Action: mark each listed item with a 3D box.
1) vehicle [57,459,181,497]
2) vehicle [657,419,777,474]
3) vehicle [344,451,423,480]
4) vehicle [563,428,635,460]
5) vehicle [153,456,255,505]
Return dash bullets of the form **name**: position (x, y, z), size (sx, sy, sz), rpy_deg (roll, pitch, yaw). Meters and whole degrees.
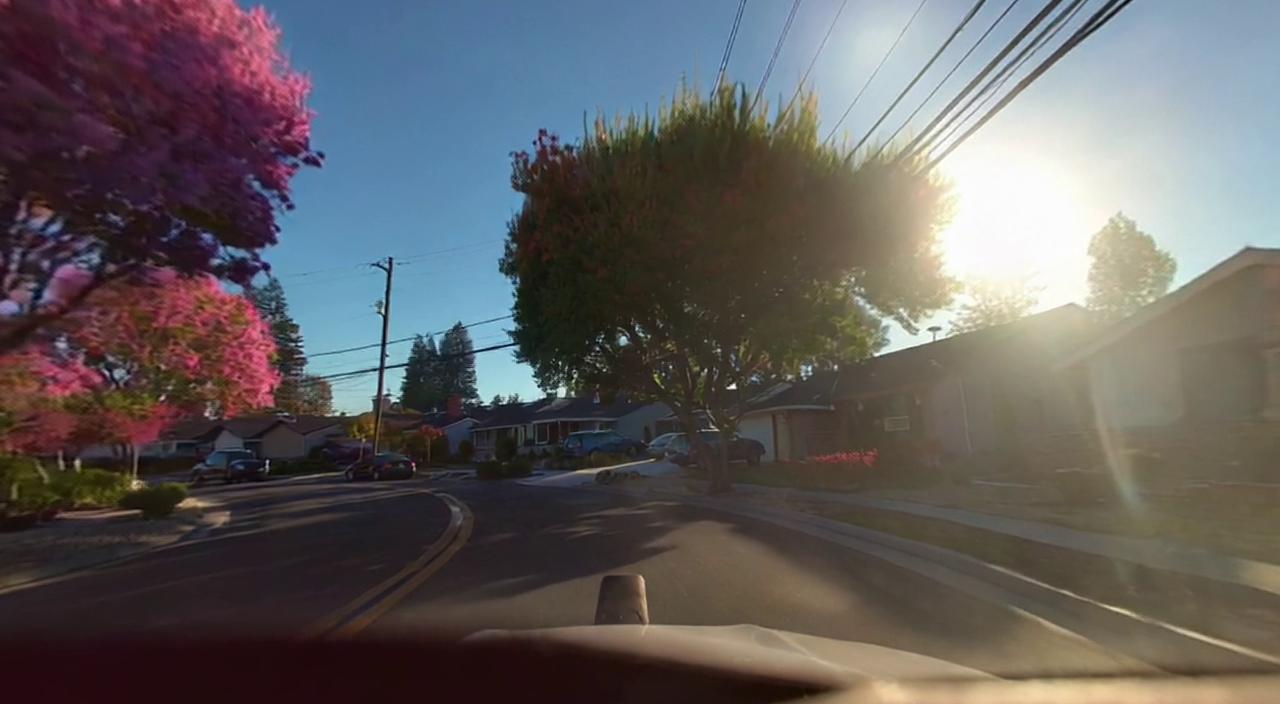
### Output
- **vehicle**: position (-22.973, 5.547, 27.894), size (4.348, 1.440, 2.040), rpy_deg (-4, -9, 17)
- **vehicle**: position (3.201, 3.880, 26.151), size (4.459, 1.738, 1.930), rpy_deg (-2, -7, -27)
- **vehicle**: position (-13.934, 6.113, 34.299), size (4.019, 1.484, 1.978), rpy_deg (-6, -11, 34)
- **vehicle**: position (-2.423, 5.625, 38.648), size (2.043, 1.819, 4.476), rpy_deg (-6, -11, 34)
- **vehicle**: position (-16.785, 4.860, 24.288), size (3.897, 1.493, 1.942), rpy_deg (-5, -7, 35)
